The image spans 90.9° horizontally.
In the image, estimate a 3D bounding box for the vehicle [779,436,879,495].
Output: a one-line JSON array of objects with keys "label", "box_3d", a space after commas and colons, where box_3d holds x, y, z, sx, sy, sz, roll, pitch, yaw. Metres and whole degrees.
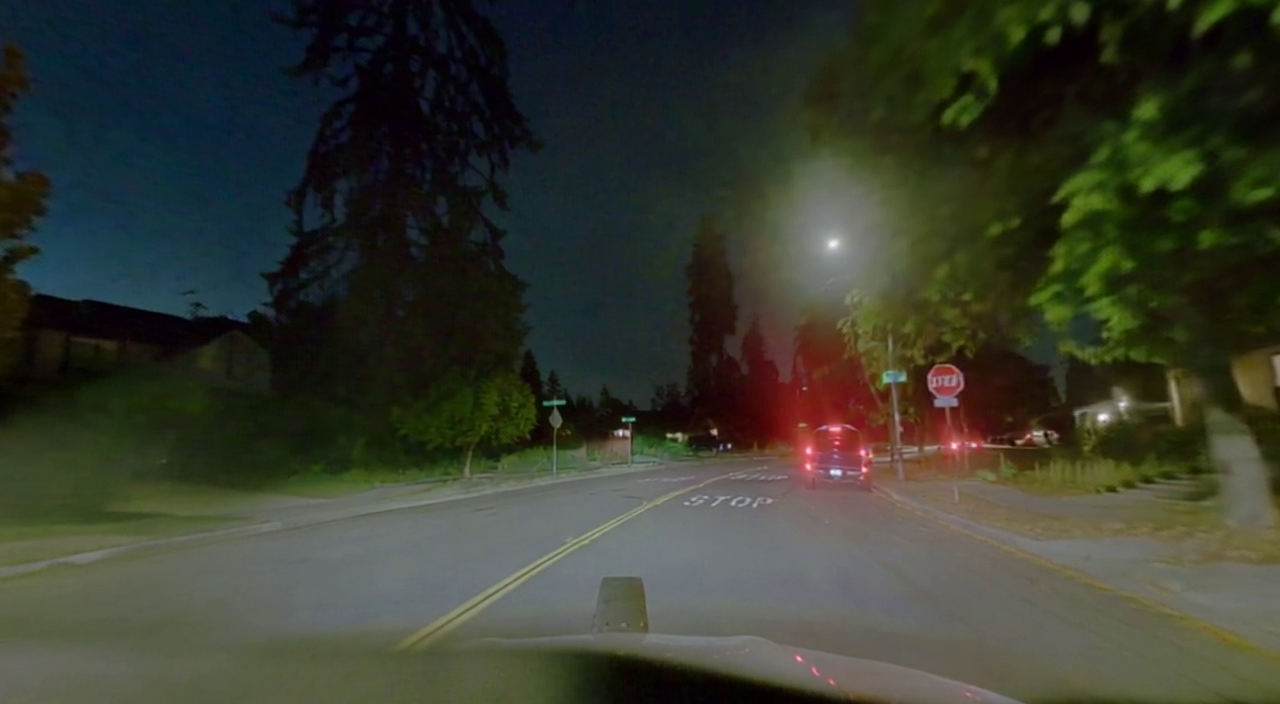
[{"label": "vehicle", "box_3d": [6.160, 3.602, 20.427, 2.692, 1.649, 4.689, -3, -9, 18]}]
